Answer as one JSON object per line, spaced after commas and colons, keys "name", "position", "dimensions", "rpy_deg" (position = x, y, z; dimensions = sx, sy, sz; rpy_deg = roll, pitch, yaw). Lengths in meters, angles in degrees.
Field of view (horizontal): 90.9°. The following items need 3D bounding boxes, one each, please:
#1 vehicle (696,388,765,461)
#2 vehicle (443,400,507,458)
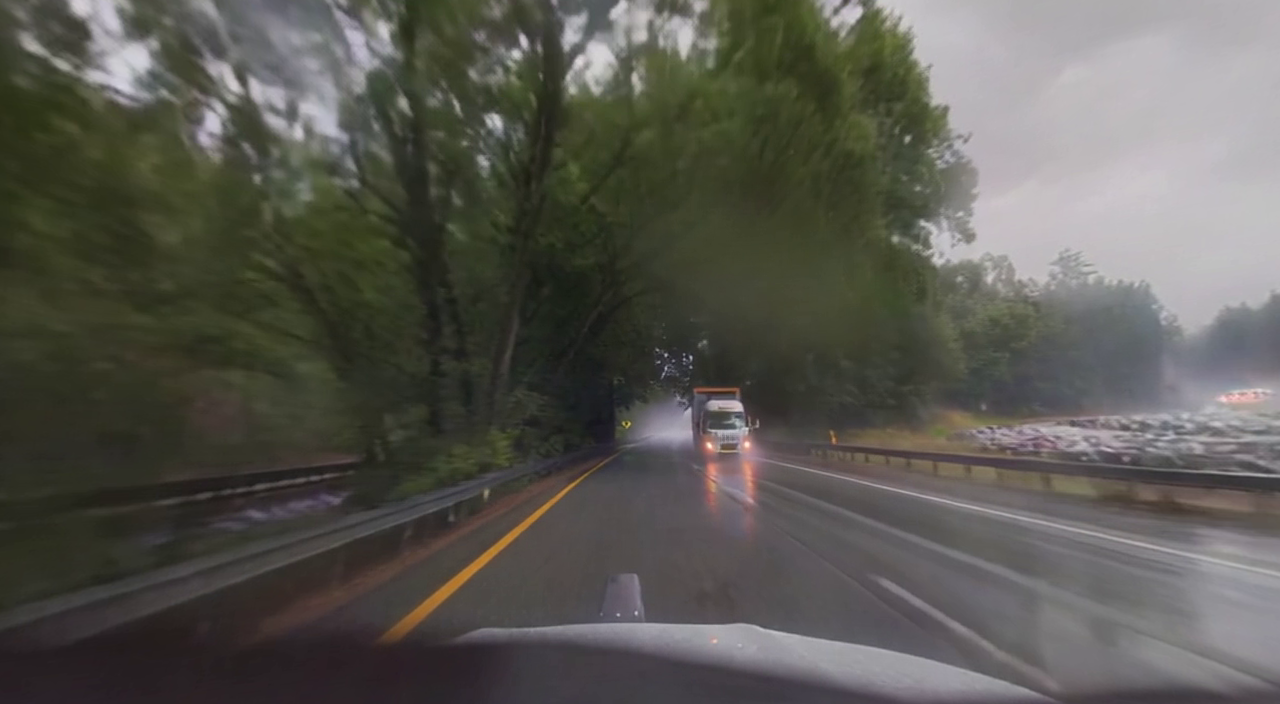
{"name": "vehicle", "position": [4.389, 3.681, 31.548], "dimensions": [2.749, 3.357, 4.979], "rpy_deg": [0, -8, 1]}
{"name": "vehicle", "position": [-11.887, 5.636, 45.927], "dimensions": [3.013, 3.979, 5.795], "rpy_deg": [0, -8, 1]}
